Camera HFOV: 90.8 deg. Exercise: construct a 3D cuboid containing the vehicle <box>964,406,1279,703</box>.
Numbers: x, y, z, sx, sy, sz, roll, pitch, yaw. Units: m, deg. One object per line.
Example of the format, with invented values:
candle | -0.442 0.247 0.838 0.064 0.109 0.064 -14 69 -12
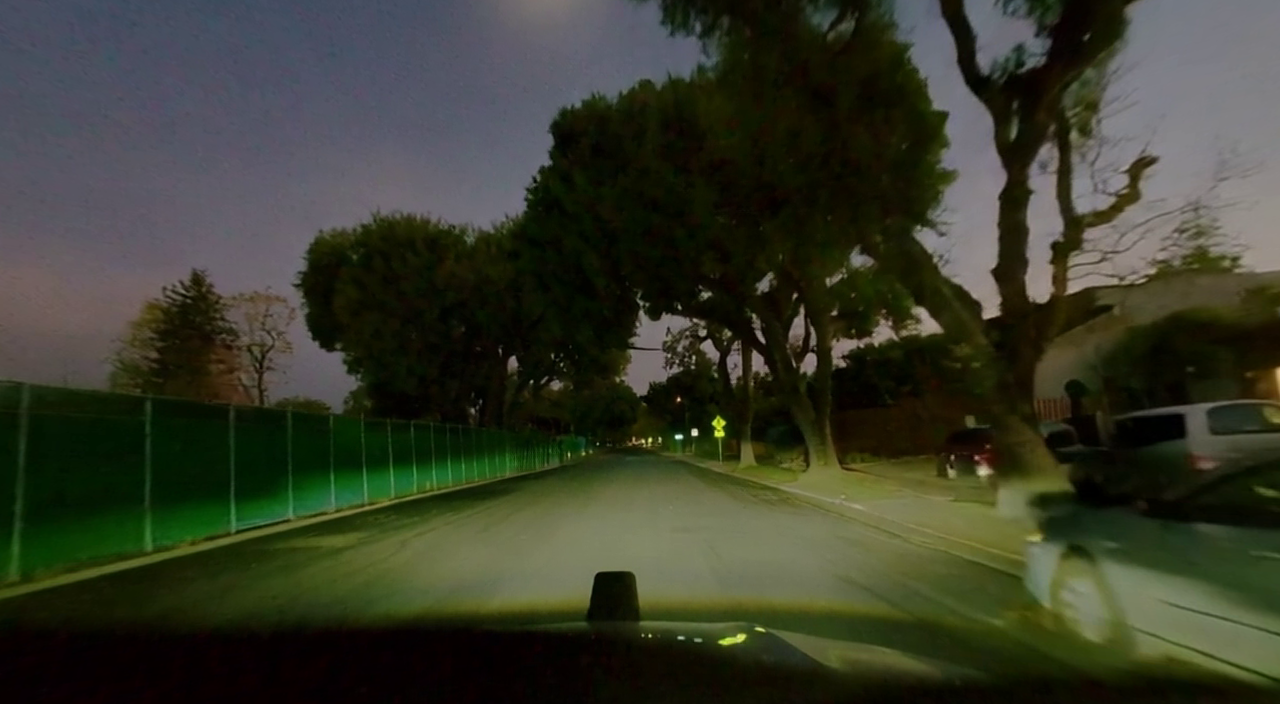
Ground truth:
vehicle | 3.686 0.970 2.471 2.051 1.524 5.047 0 -8 -2
